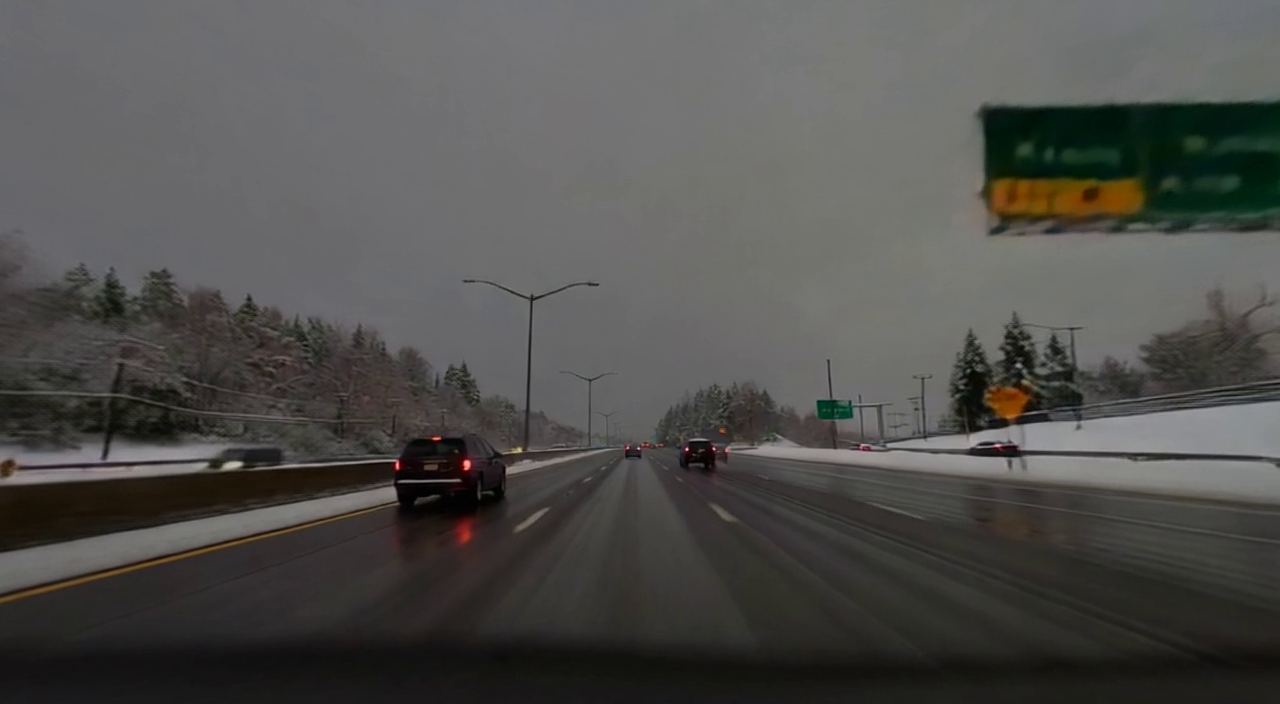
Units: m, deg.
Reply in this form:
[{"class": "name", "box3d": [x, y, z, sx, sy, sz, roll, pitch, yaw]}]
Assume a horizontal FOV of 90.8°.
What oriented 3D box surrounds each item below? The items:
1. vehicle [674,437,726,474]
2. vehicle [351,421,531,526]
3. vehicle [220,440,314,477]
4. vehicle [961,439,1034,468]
[{"class": "vehicle", "box3d": [2.833, 4.962, 30.612, 1.997, 1.638, 4.281, 0, -8, -1]}, {"class": "vehicle", "box3d": [-3.653, 2.321, 12.662, 2.099, 1.682, 4.590, 0, -8, 0]}, {"class": "vehicle", "box3d": [-20.099, 5.726, 34.343, 2.062, 1.809, 5.001, 0, -8, -1]}, {"class": "vehicle", "box3d": [23.163, 6.586, 41.205, 2.070, 1.782, 5.006, -1, -8, 4]}]
